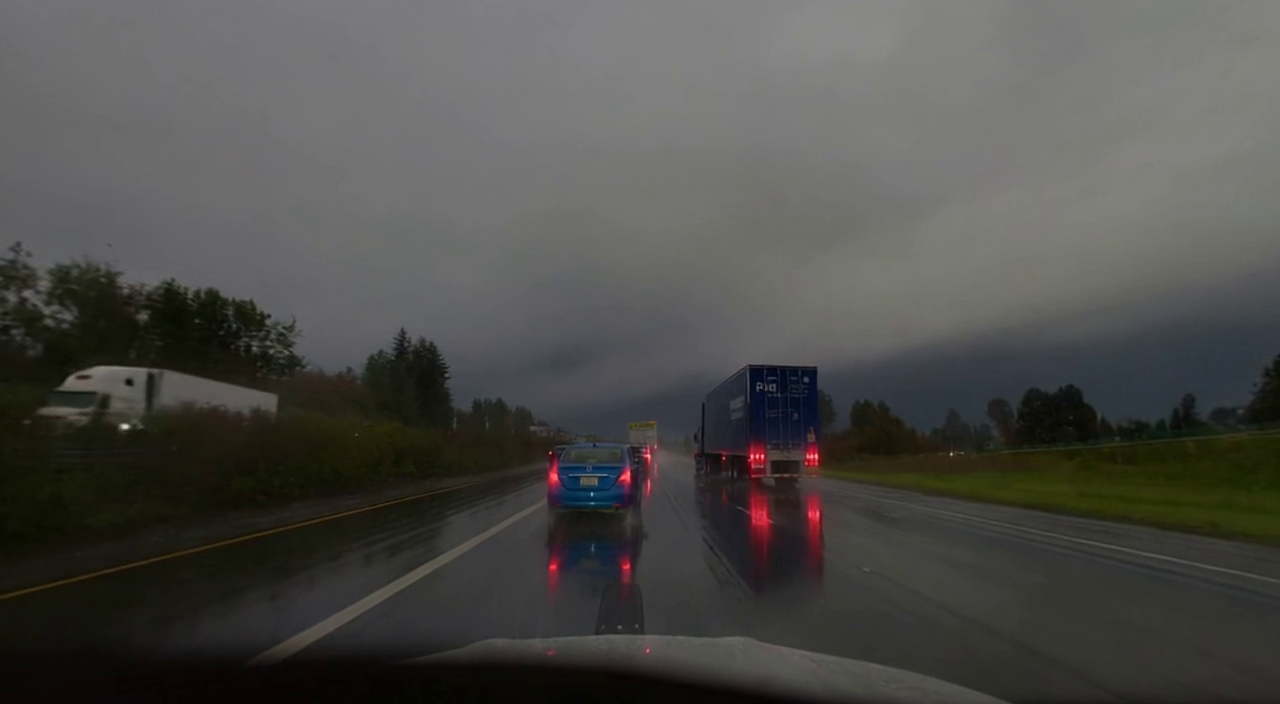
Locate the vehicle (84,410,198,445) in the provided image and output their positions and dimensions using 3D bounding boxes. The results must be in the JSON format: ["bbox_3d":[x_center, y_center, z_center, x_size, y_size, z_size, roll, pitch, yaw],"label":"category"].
[{"bbox_3d":[-22.738,3.537,28.909,1.729,1.455,4.560,0,-9,-3],"label":"vehicle"}]

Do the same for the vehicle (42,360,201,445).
[{"bbox_3d":[-26.992,2.867,33.275,2.979,3.928,6.477,0,-9,-4],"label":"vehicle"}]

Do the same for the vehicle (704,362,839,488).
[{"bbox_3d":[4.935,3.402,27.300,2.825,4.043,14.051,0,-9,0],"label":"vehicle"}]

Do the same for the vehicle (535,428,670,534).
[{"bbox_3d":[-0.580,2.254,11.462,2.038,1.582,3.729,0,-9,-1],"label":"vehicle"}]
